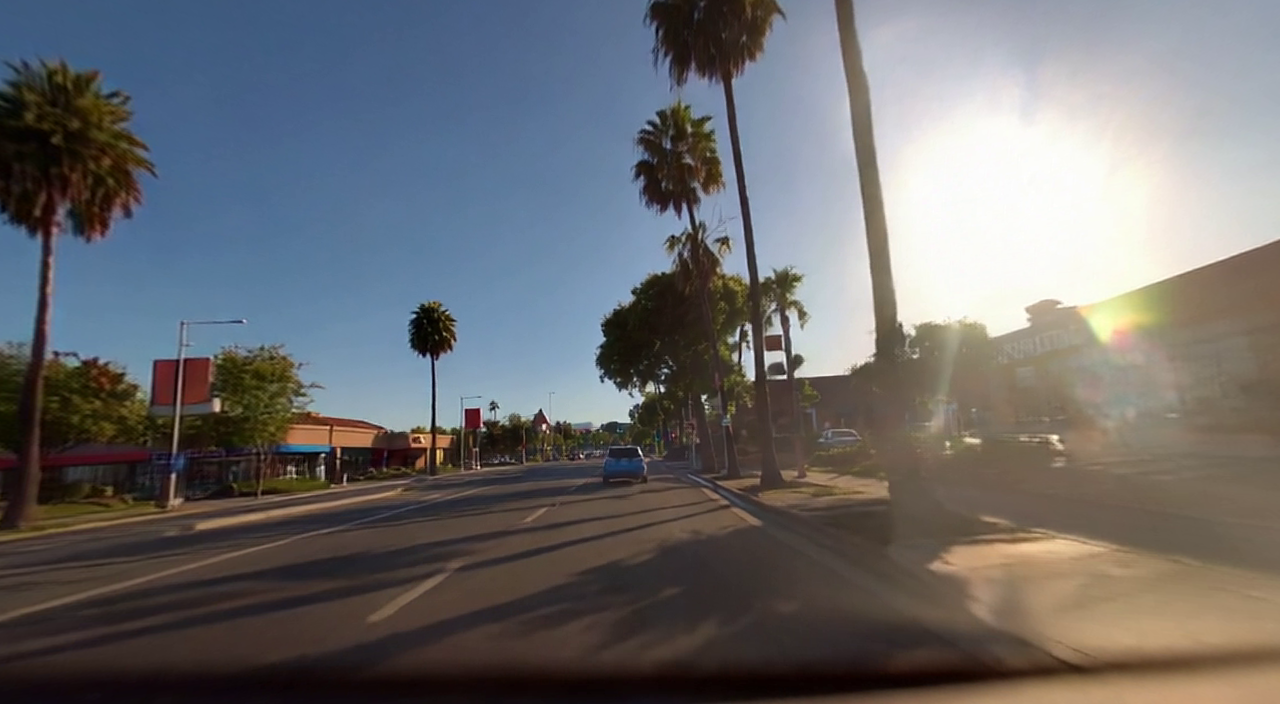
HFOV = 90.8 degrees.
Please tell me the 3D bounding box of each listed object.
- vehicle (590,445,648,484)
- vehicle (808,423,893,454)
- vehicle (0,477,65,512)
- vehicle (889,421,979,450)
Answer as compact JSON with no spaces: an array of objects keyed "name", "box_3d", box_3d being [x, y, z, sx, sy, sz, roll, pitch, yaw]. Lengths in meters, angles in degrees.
[{"name":"vehicle","box_3d":[-0.848,4.557,26.016,2.156,1.462,4.495,0,-8,-1]},{"name":"vehicle","box_3d":[12.456,5.223,37.687,1.873,1.657,4.557,5,-11,-31]},{"name":"vehicle","box_3d":[-32.681,7.602,33.940,1.791,1.511,4.030,5,-10,-31]},{"name":"vehicle","box_3d":[17.682,5.062,38.217,1.856,1.665,4.574,5,-10,-32]}]
